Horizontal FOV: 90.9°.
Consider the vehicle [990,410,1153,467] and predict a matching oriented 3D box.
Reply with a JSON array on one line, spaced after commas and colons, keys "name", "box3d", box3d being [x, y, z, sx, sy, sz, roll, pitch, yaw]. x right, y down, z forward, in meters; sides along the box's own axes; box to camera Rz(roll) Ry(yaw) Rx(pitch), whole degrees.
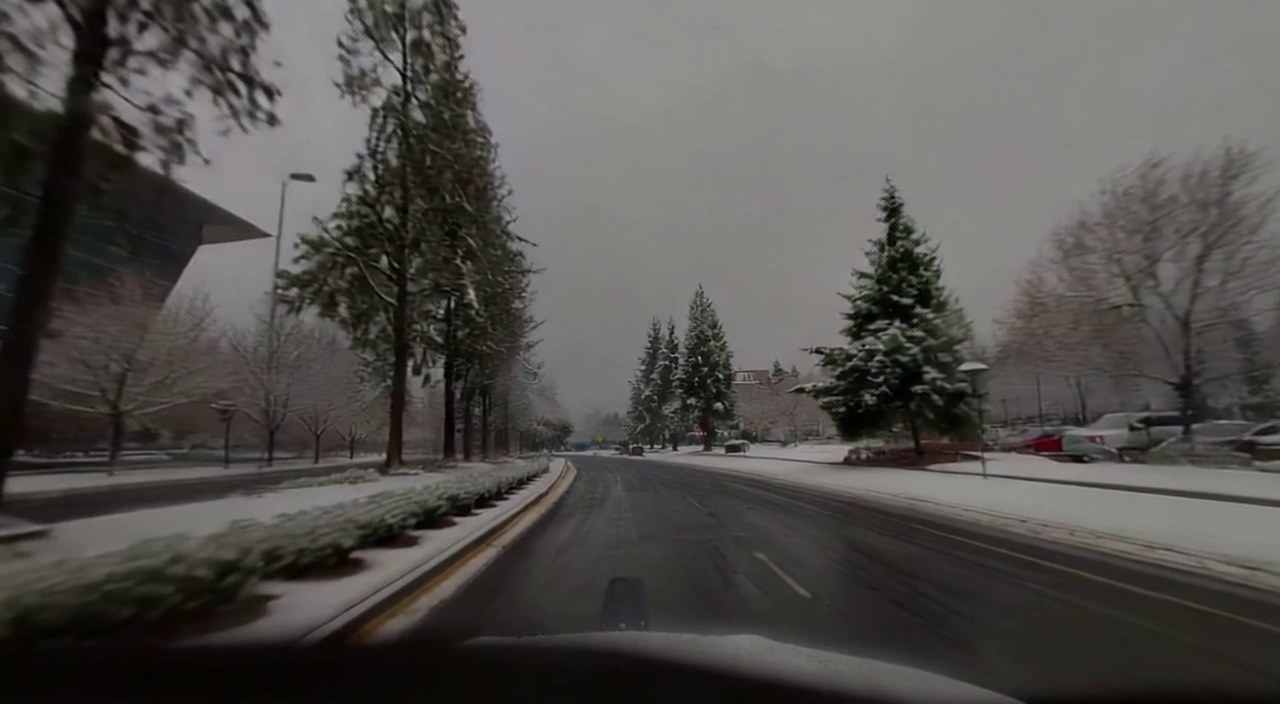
[{"name": "vehicle", "box3d": [14.296, 2.862, 21.004, 4.105, 1.705, 1.995, 0, -8, -9]}]

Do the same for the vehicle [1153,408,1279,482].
[{"name": "vehicle", "box3d": [15.157, 2.160, 14.784, 4.587, 1.553, 2.083, 1, -8, -6]}]

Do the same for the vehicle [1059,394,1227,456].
[{"name": "vehicle", "box3d": [14.994, 2.221, 18.907, 3.595, 1.749, 1.726, 1, -8, -5]}]
